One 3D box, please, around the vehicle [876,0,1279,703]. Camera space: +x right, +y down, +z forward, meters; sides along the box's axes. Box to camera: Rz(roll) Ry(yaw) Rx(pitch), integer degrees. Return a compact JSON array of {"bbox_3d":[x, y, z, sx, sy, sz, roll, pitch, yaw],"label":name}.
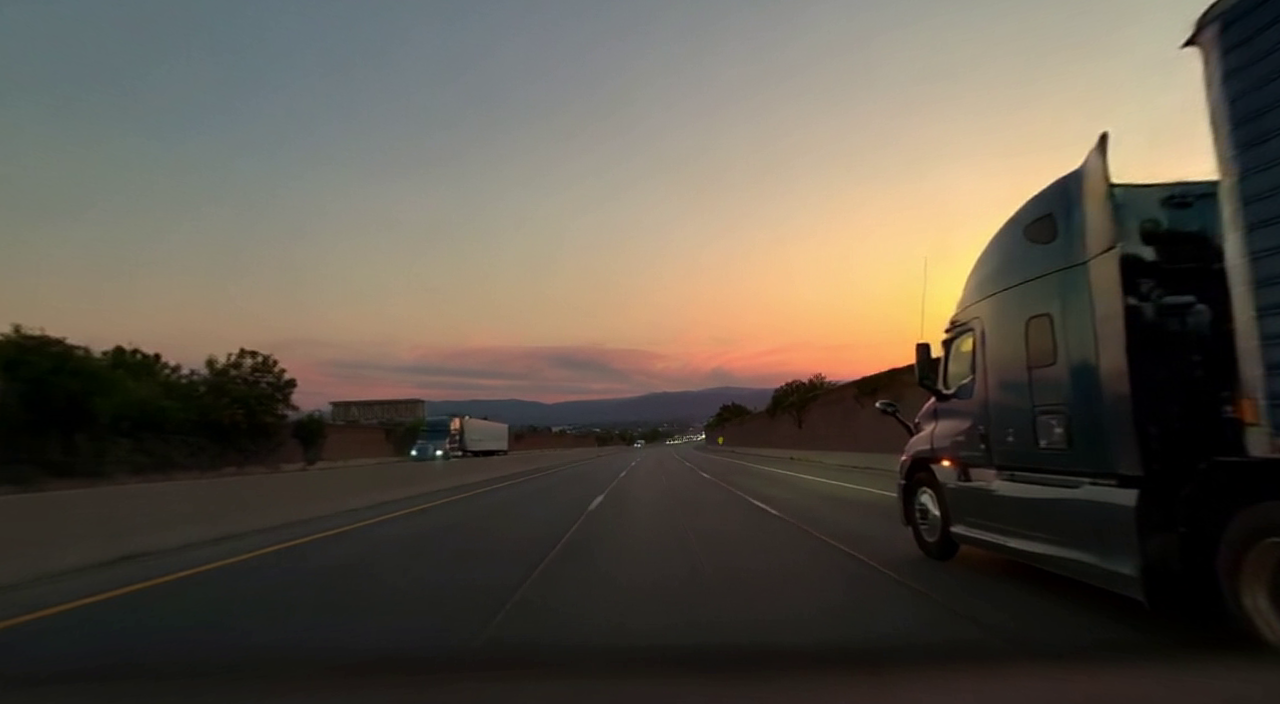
[{"bbox_3d":[4.812,0.140,4.915,3.107,4.307,7.088,0,-8,0],"label":"vehicle"}]
